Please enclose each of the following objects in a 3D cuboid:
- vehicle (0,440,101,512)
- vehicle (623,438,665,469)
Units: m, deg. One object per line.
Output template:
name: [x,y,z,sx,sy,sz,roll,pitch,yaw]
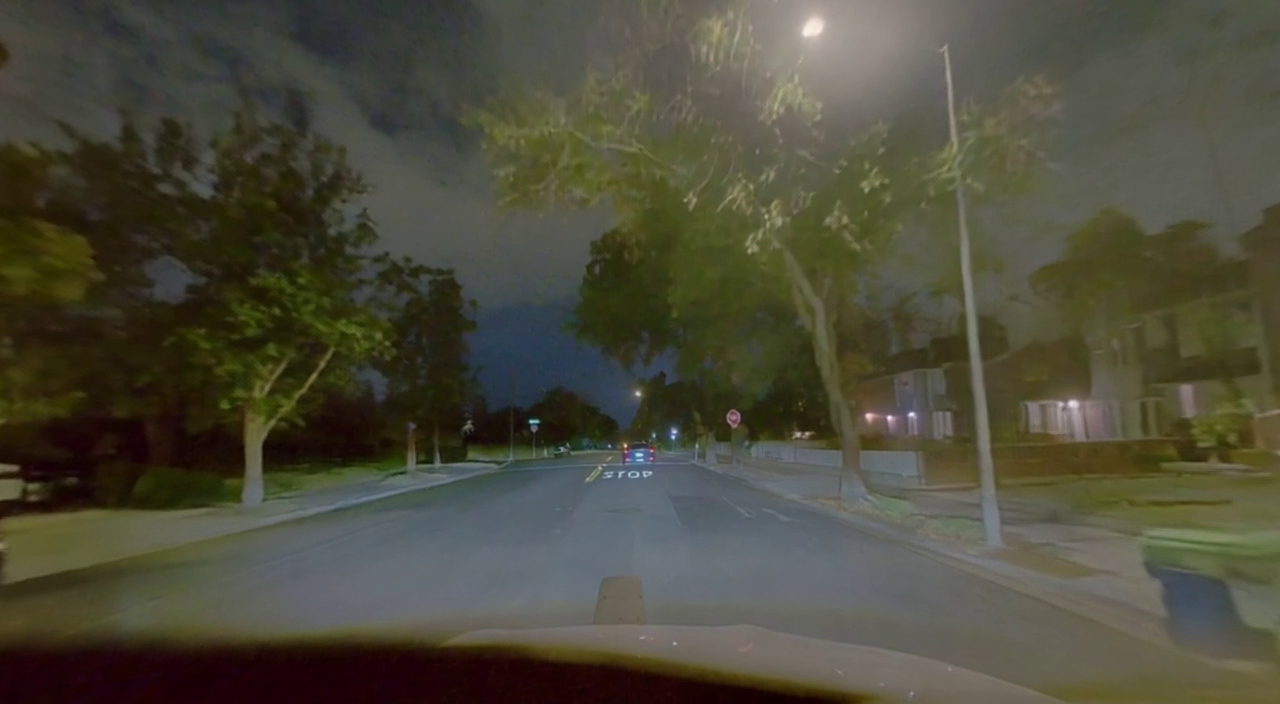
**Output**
vehicle: [-16.709,3.026,15.560,4.783,1.652,1.977,0,-9,-3]
vehicle: [0.177,5.296,32.997,2.043,1.484,4.340,0,-8,0]
